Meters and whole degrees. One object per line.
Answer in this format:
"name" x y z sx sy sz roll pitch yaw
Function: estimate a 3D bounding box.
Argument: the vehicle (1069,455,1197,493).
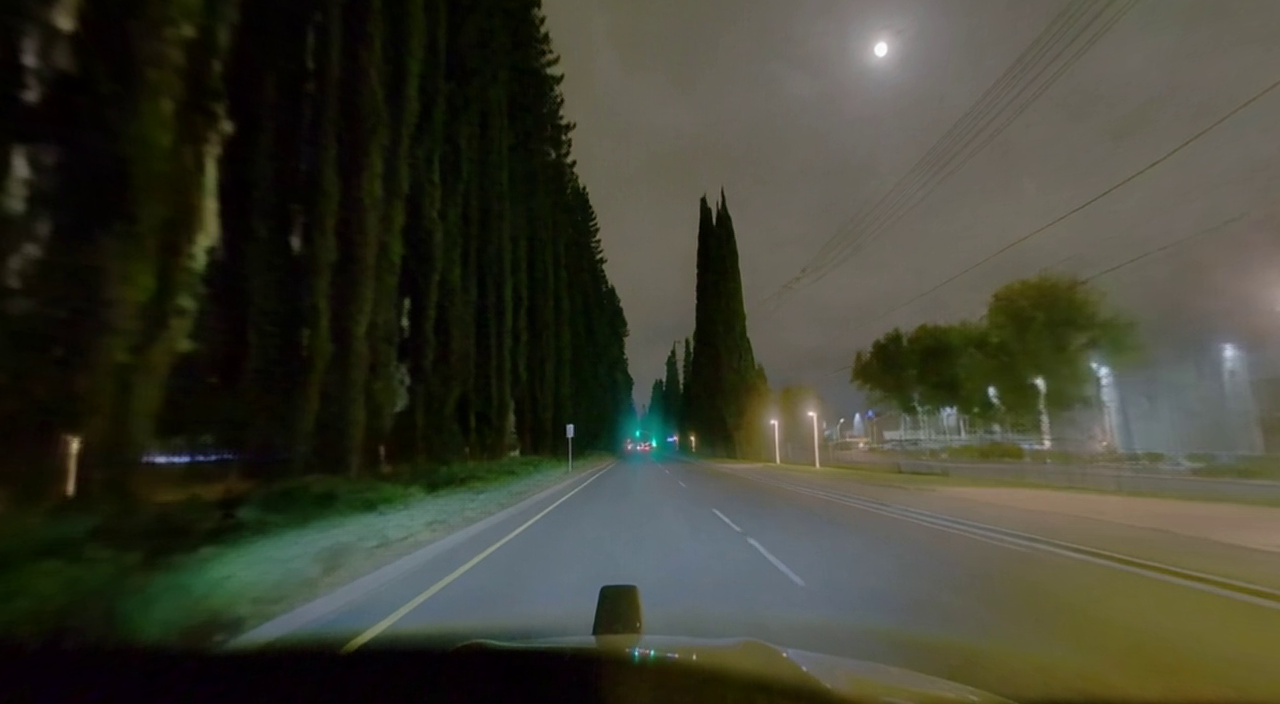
"vehicle" 23.787 5.898 30.624 4.519 1.658 1.911 -1 -8 0

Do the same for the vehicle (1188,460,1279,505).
"vehicle" 24.040 4.962 24.232 4.271 1.542 1.887 0 -8 -3
